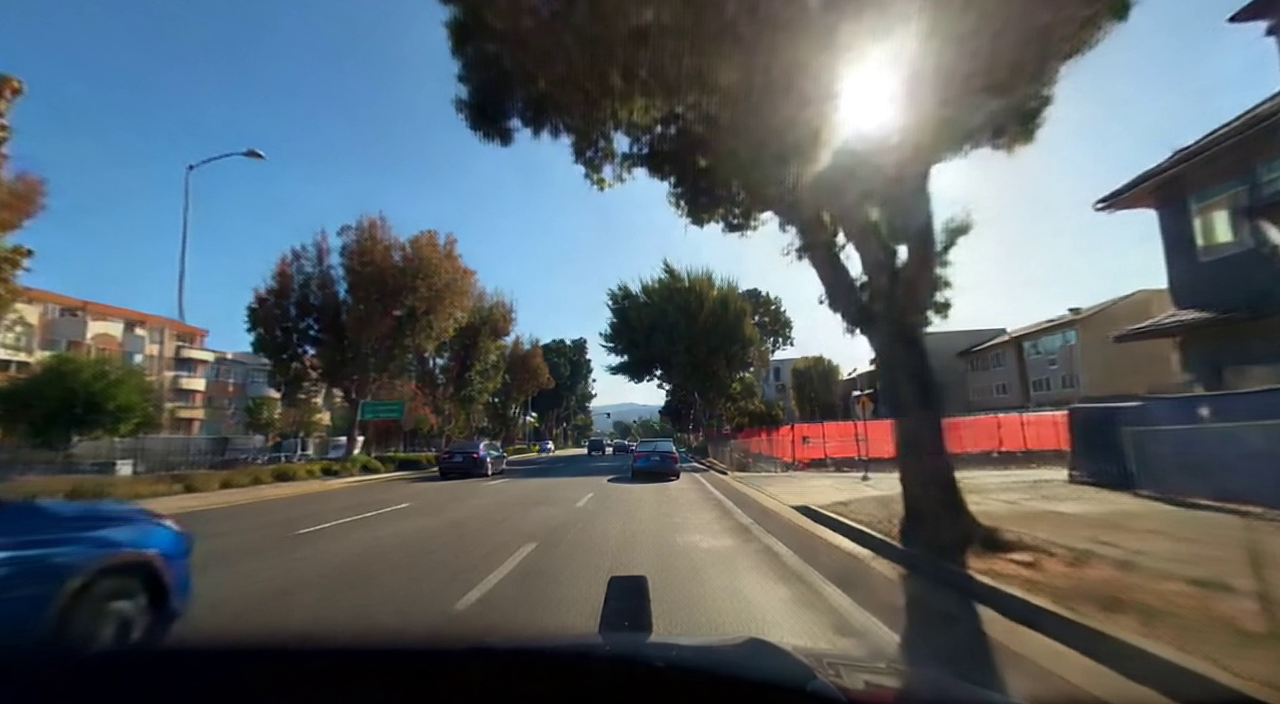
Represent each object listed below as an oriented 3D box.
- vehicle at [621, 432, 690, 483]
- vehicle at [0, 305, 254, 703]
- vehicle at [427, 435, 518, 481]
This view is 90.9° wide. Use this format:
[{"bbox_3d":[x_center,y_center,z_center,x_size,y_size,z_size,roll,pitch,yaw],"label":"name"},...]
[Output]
[{"bbox_3d":[0.538,3.752,22.673,2.227,1.654,4.091,0,-8,1],"label":"vehicle"},{"bbox_3d":[-3.564,0.590,1.392,2.157,1.824,4.986,0,-8,1],"label":"vehicle"},{"bbox_3d":[-5.882,3.782,22.686,1.877,1.479,4.430,-1,-9,3],"label":"vehicle"}]
